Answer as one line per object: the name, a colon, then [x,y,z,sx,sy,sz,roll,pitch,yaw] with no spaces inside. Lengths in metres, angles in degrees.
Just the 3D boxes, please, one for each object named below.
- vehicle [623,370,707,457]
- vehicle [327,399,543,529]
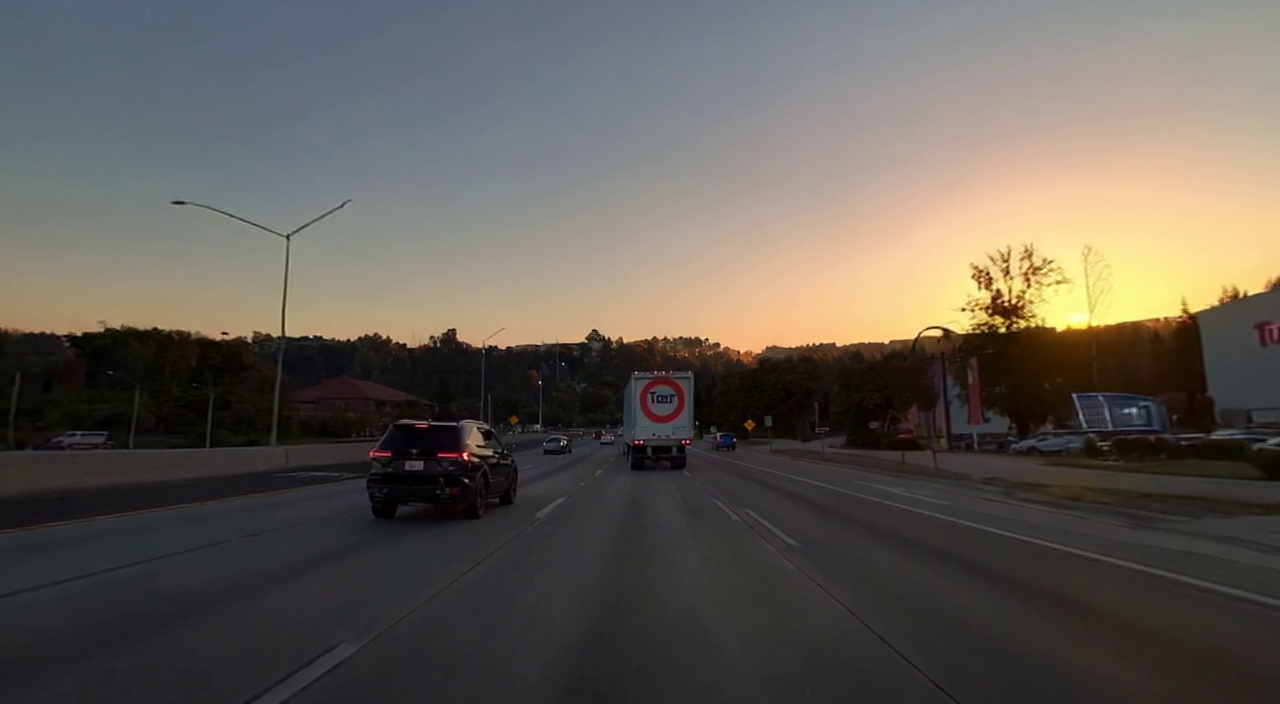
vehicle: [1.908,3.634,36.960,3.657,4.173,13.731,-1,-6,7]
vehicle: [-3.281,1.937,11.380,2.178,1.826,4.933,0,-8,1]
